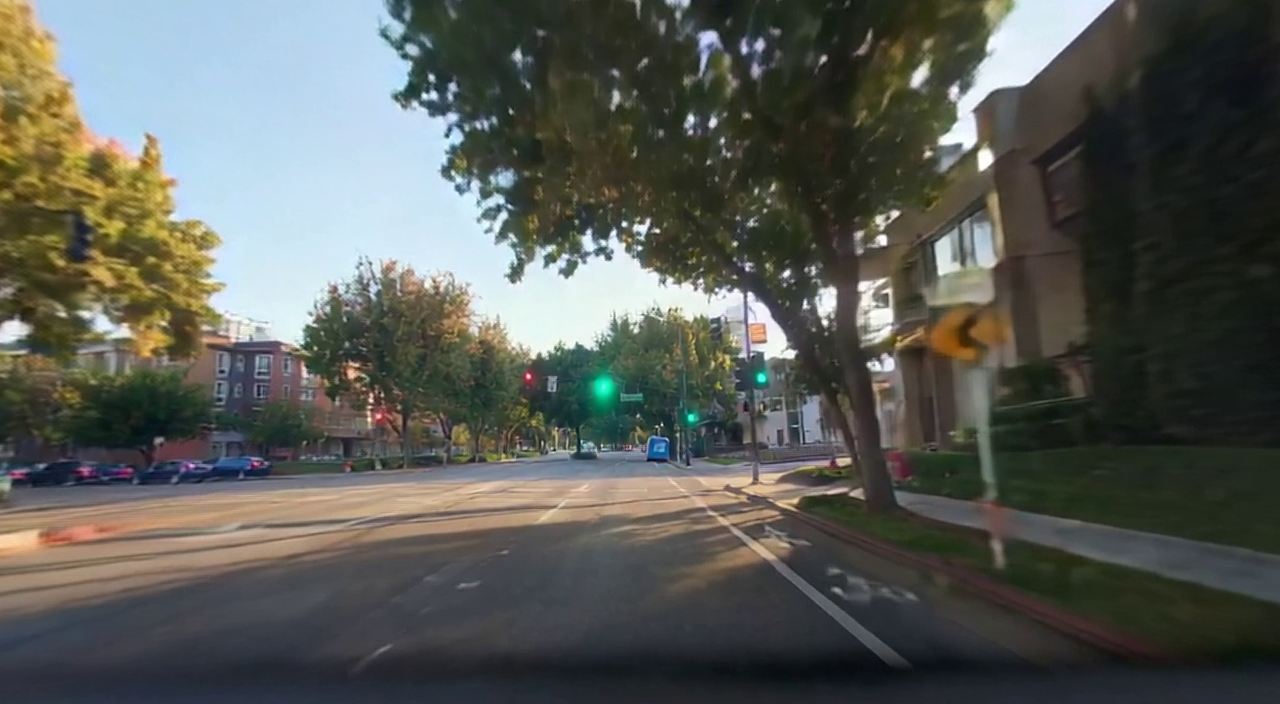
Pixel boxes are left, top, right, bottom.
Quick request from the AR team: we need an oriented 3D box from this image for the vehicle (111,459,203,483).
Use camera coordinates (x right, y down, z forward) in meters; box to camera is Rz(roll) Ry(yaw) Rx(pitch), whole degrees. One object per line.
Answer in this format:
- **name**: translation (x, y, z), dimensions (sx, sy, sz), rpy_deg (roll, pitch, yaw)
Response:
- **vehicle**: translation (-31.508, 7.751, 41.290), dimensions (4.453, 1.441, 1.770), rpy_deg (0, -9, -1)

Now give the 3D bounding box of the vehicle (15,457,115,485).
- **vehicle**: translation (-37.461, 7.741, 41.212), dimensions (4.593, 1.674, 1.893), rpy_deg (0, -9, 0)

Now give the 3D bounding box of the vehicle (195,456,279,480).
- **vehicle**: translation (-26.398, 7.625, 41.470), dimensions (4.153, 1.493, 1.808), rpy_deg (0, -9, -2)
